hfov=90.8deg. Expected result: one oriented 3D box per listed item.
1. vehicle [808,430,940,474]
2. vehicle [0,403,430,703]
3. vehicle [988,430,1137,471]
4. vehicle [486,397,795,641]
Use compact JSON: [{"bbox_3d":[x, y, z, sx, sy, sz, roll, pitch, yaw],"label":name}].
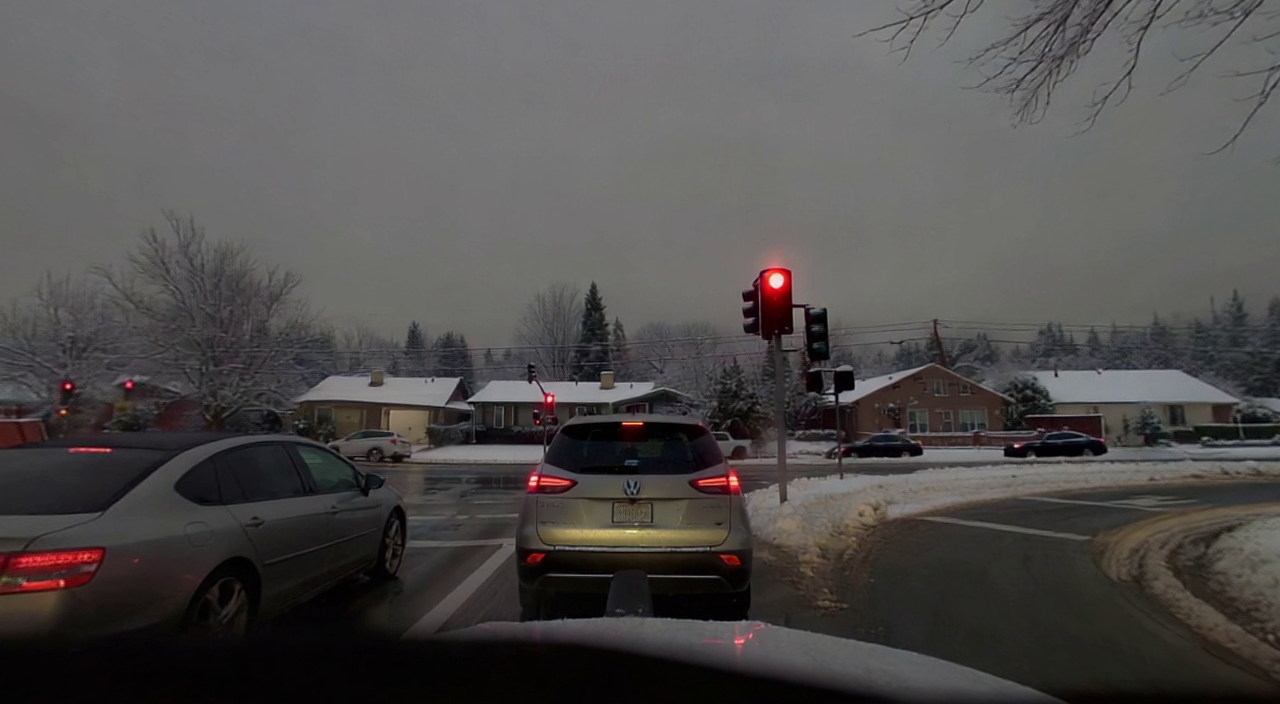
[{"bbox_3d":[9.895,4.280,27.106,4.887,1.769,2.035,-1,-9,6],"label":"vehicle"},{"bbox_3d":[-3.290,1.273,4.698,2.035,1.492,4.415,0,-9,-2],"label":"vehicle"},{"bbox_3d":[17.430,4.097,26.279,4.670,1.616,1.926,-1,-9,6],"label":"vehicle"},{"bbox_3d":[-0.141,1.468,6.558,2.154,1.670,4.140,1,-9,-4],"label":"vehicle"}]
